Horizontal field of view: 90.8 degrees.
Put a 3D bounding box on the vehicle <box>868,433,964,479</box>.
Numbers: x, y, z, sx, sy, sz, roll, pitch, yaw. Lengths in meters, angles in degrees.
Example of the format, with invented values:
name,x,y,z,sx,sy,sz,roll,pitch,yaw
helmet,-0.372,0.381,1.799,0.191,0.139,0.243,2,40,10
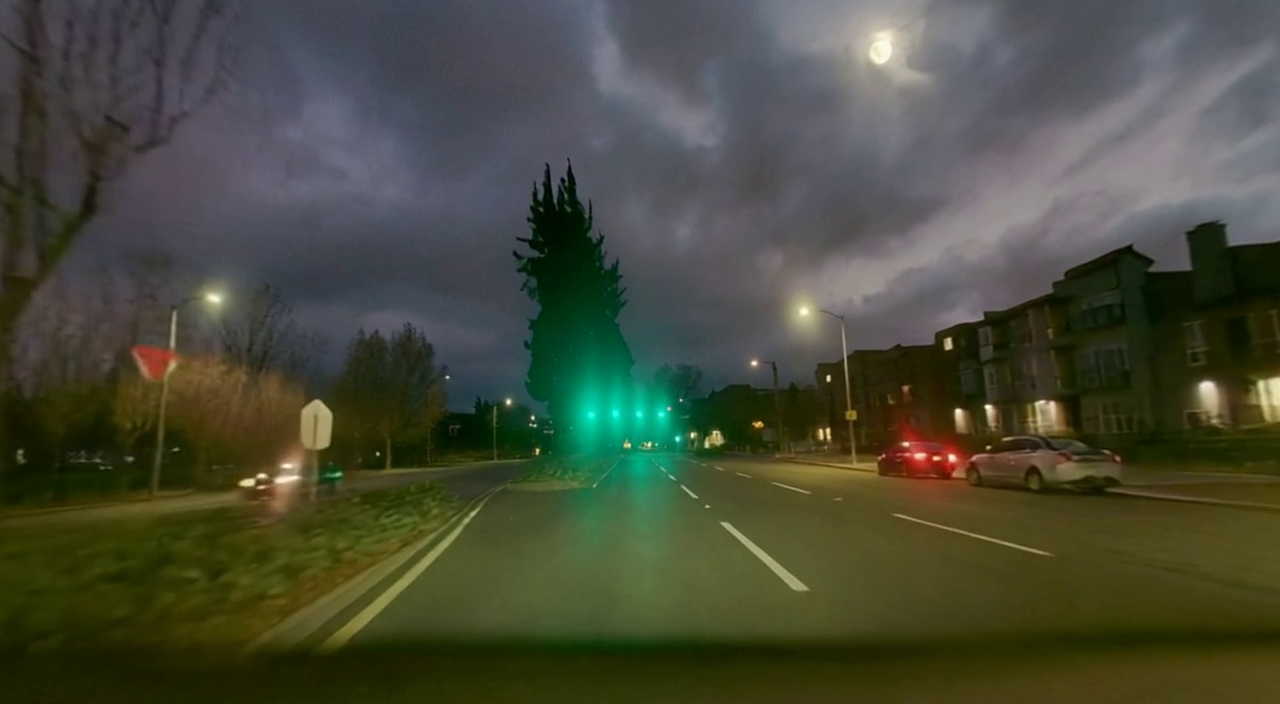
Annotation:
name,x,y,z,sx,sy,sz,roll,pitch,yaw
vehicle,10.525,3.982,24.418,1.889,1.631,4.021,0,-9,1

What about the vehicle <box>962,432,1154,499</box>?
name,x,y,z,sx,sy,sz,roll,pitch,yaw
vehicle,10.399,2.849,16.230,1.956,1.462,4.306,0,-8,0
